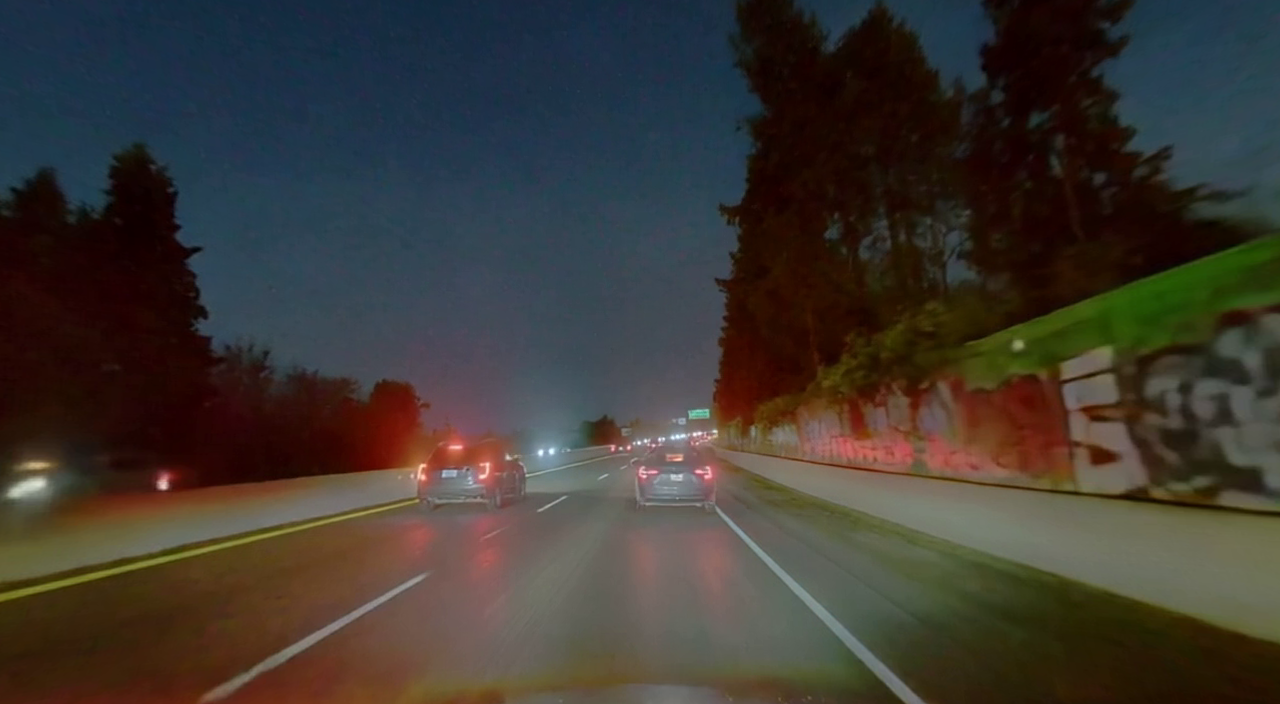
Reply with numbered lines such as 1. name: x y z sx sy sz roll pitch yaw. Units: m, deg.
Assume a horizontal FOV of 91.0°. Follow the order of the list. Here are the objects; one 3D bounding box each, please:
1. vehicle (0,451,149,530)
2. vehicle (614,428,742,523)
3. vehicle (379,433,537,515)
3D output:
1. vehicle: -14.872 3.235 15.092 2.168 1.641 4.958 0 -8 0
2. vehicle: 0.649 2.303 12.288 2.077 1.533 3.854 0 -8 1
3. vehicle: -3.687 2.545 13.676 2.059 1.471 4.152 0 -8 2
